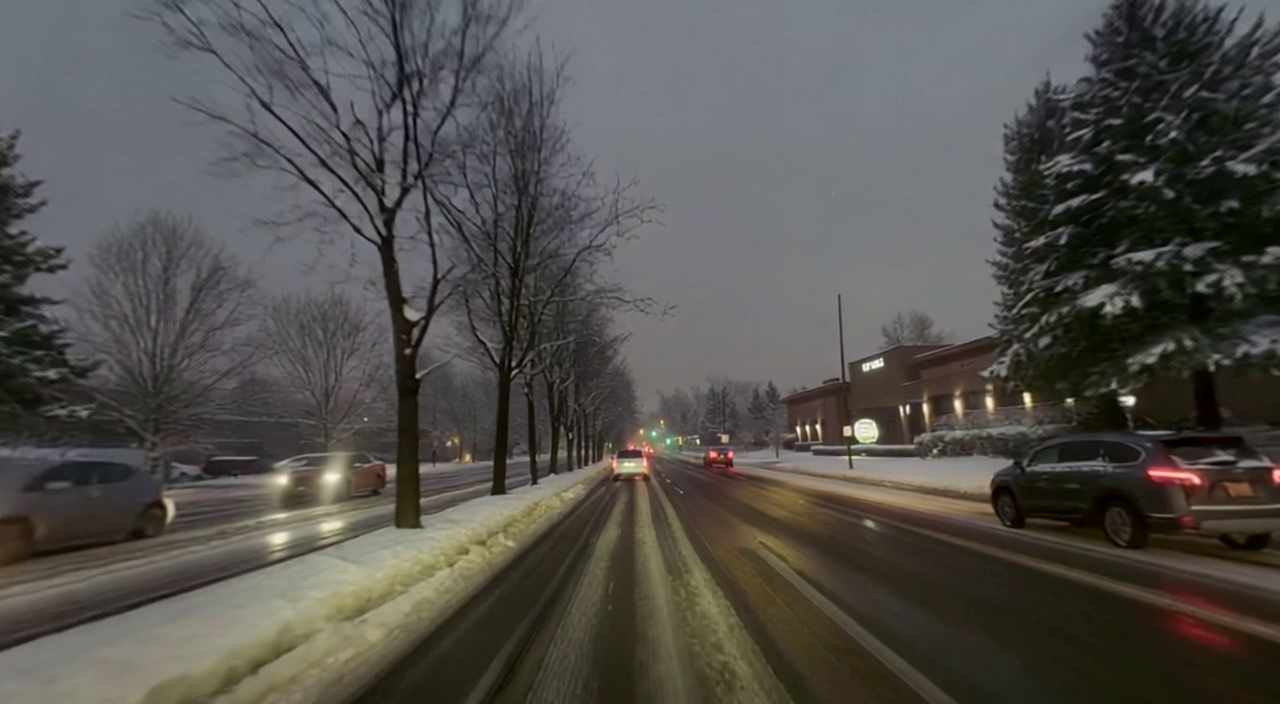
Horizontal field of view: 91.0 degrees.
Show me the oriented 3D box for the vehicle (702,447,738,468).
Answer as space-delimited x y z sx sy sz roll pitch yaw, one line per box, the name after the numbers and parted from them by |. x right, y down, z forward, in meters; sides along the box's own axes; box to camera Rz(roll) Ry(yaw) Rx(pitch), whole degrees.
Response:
5.825 7.745 46.361 1.970 1.461 4.267 0 -9 -2 | vehicle

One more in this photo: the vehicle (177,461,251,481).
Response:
-33.498 9.364 49.555 4.389 1.448 1.925 0 -9 2 | vehicle

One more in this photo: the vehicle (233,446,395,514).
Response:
-8.527 3.338 17.018 1.930 1.478 4.552 -1 -8 0 | vehicle

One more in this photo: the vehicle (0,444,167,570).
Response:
-8.687 1.925 7.845 2.088 1.471 4.534 -1 -8 0 | vehicle

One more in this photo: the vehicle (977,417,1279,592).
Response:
6.390 1.747 7.998 1.949 1.647 3.894 0 -9 -1 | vehicle

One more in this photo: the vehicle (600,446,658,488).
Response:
-0.398 4.184 23.195 1.970 1.402 3.756 0 -9 -1 | vehicle
